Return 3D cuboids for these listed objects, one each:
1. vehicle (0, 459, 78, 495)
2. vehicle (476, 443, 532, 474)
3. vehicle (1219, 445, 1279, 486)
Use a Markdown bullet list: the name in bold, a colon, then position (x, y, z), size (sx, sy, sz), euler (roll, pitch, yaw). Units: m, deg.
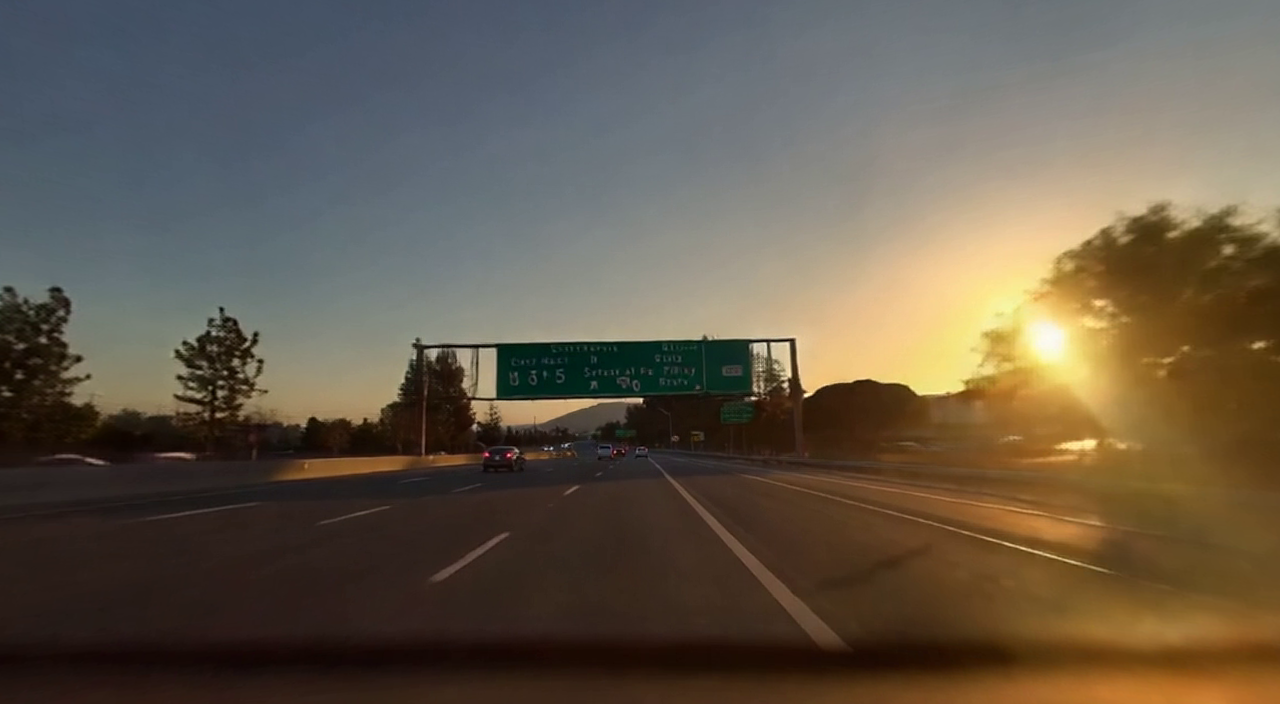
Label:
- **vehicle**: position (-28.432, 5.639, 28.641), size (1.802, 1.485, 4.234), euler (0, -9, 0)
- **vehicle**: position (-7.132, 5.610, 33.370), size (1.985, 1.513, 4.172), euler (0, -9, 0)
- **vehicle**: position (26.567, 4.817, 26.700), size (2.011, 1.550, 4.792), euler (-1, -8, 31)
